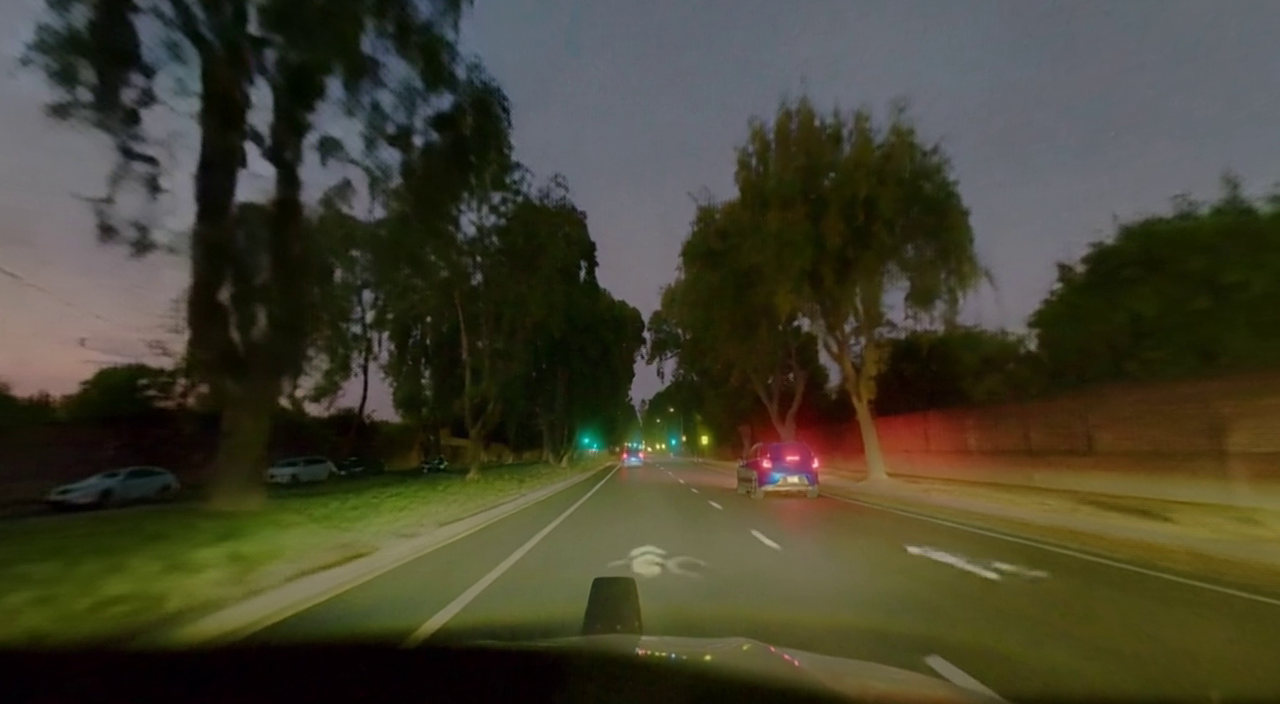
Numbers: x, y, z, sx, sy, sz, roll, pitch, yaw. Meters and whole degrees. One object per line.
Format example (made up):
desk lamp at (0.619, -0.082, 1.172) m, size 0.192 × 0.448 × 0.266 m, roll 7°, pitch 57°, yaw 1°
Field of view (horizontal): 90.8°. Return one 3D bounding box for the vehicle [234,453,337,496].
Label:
vehicle at (-17.323, 5.962, 31.242) m, size 2.096 × 1.816 × 5.362 m, roll -4°, pitch -9°, yaw -1°

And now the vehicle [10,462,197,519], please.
vehicle at (-17.507, 4.511, 21.048) m, size 2.071 × 1.489 × 4.724 m, roll -1°, pitch -8°, yaw 0°

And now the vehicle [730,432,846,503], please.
vehicle at (4.086, 3.264, 18.318) m, size 2.155 × 1.752 × 4.456 m, roll 0°, pitch -8°, yaw -1°

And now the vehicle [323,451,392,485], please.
vehicle at (-17.595, 7.235, 39.701) m, size 2.075 × 1.909 × 5.064 m, roll 0°, pitch -8°, yaw -1°
